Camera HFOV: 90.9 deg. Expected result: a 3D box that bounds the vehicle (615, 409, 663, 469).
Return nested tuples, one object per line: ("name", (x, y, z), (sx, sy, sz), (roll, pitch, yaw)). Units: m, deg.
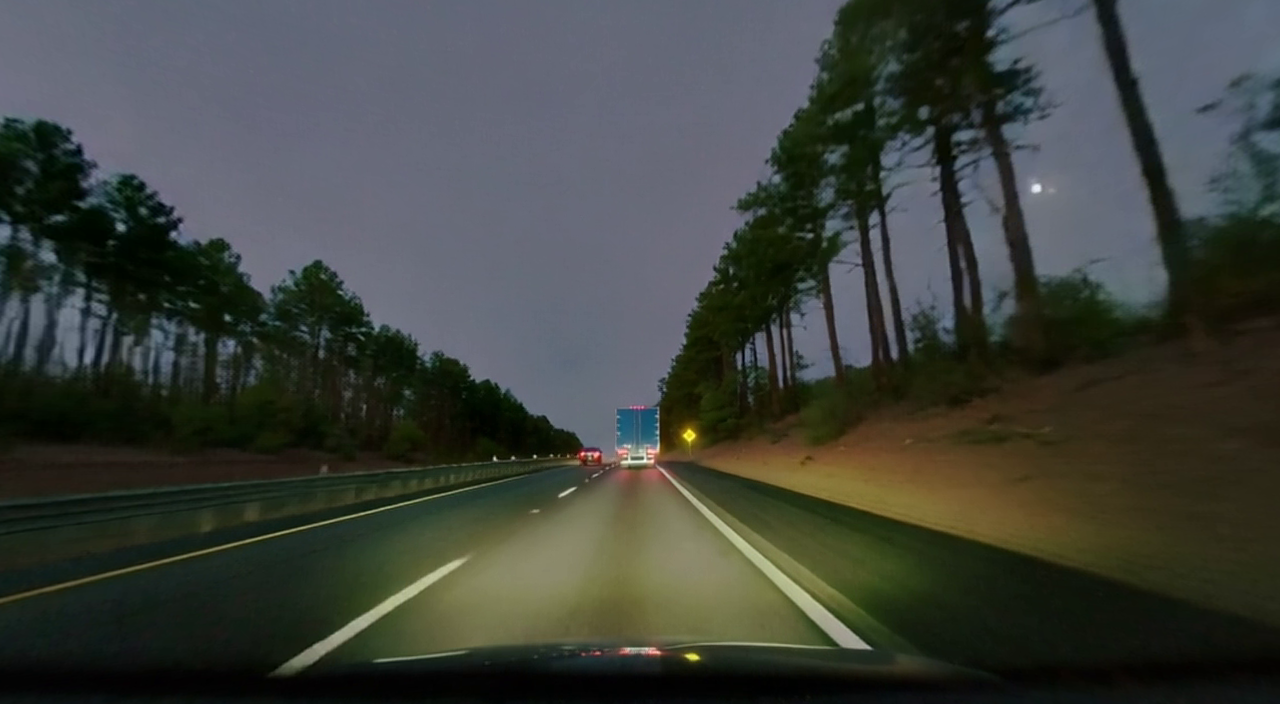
("vehicle", (-0.092, 6.909, 49.892), (3.320, 4.173, 11.889), (0, -8, 0))
